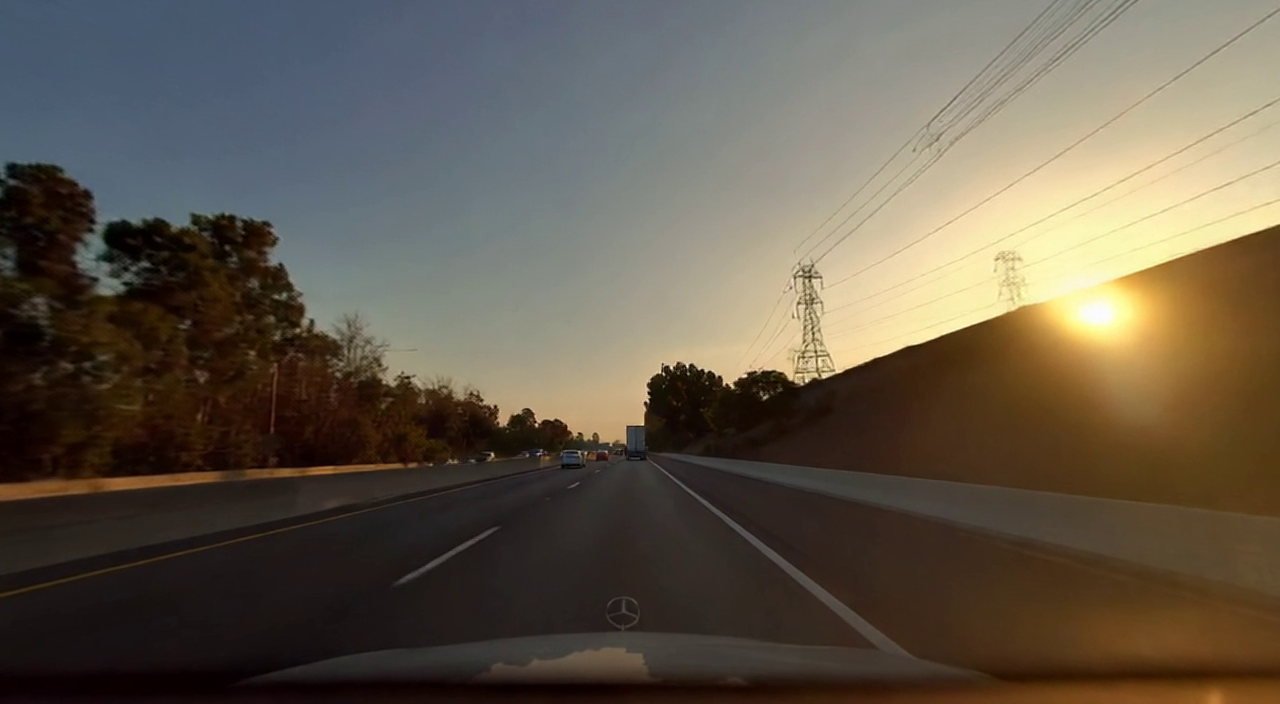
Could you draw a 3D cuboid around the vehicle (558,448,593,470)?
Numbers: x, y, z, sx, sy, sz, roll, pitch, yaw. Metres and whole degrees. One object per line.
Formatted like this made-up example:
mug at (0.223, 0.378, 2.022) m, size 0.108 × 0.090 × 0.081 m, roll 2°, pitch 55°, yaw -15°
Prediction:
vehicle at (-4.506, 7.559, 44.710) m, size 2.106 × 1.445 × 4.404 m, roll 0°, pitch -9°, yaw -1°
